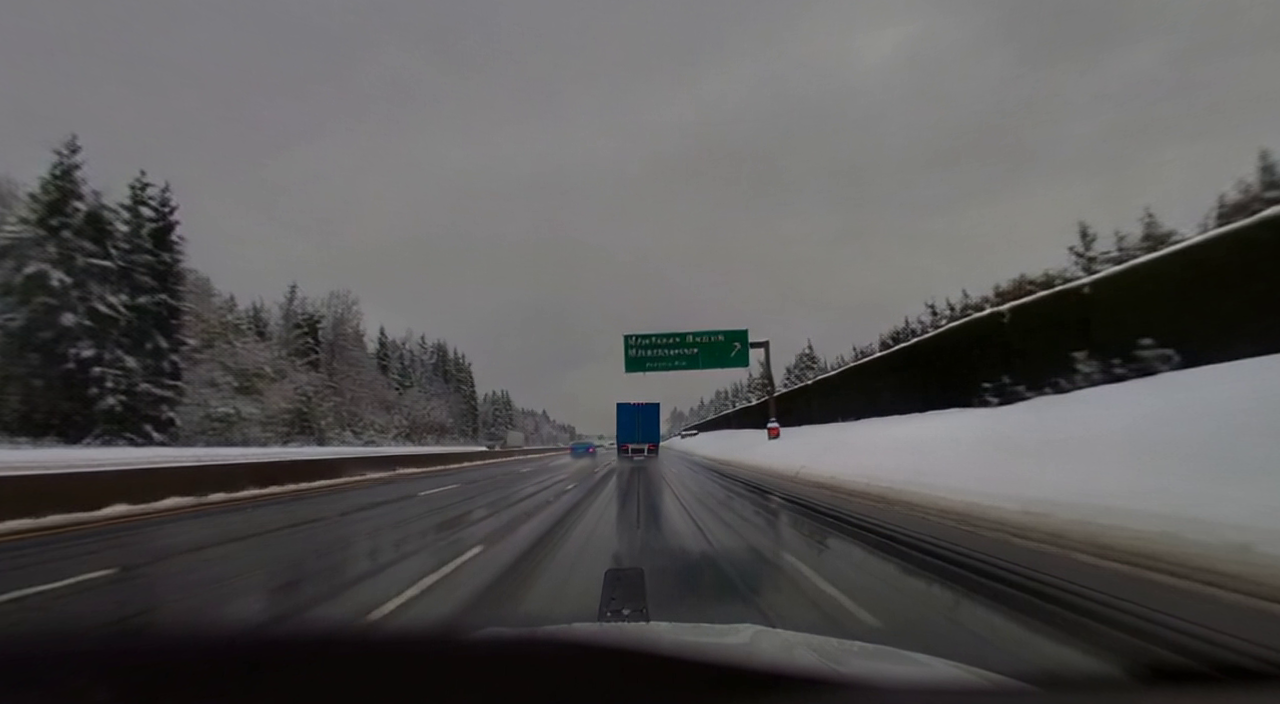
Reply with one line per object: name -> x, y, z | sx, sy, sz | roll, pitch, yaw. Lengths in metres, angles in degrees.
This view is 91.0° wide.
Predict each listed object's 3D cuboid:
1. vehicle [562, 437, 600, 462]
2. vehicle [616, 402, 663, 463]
vehicle -> -4.159, 6.950, 44.997 | 2.186, 1.716, 4.672 | 0, -8, 1
vehicle -> -0.202, 6.472, 49.757 | 3.078, 4.031, 16.069 | 0, -8, -1
